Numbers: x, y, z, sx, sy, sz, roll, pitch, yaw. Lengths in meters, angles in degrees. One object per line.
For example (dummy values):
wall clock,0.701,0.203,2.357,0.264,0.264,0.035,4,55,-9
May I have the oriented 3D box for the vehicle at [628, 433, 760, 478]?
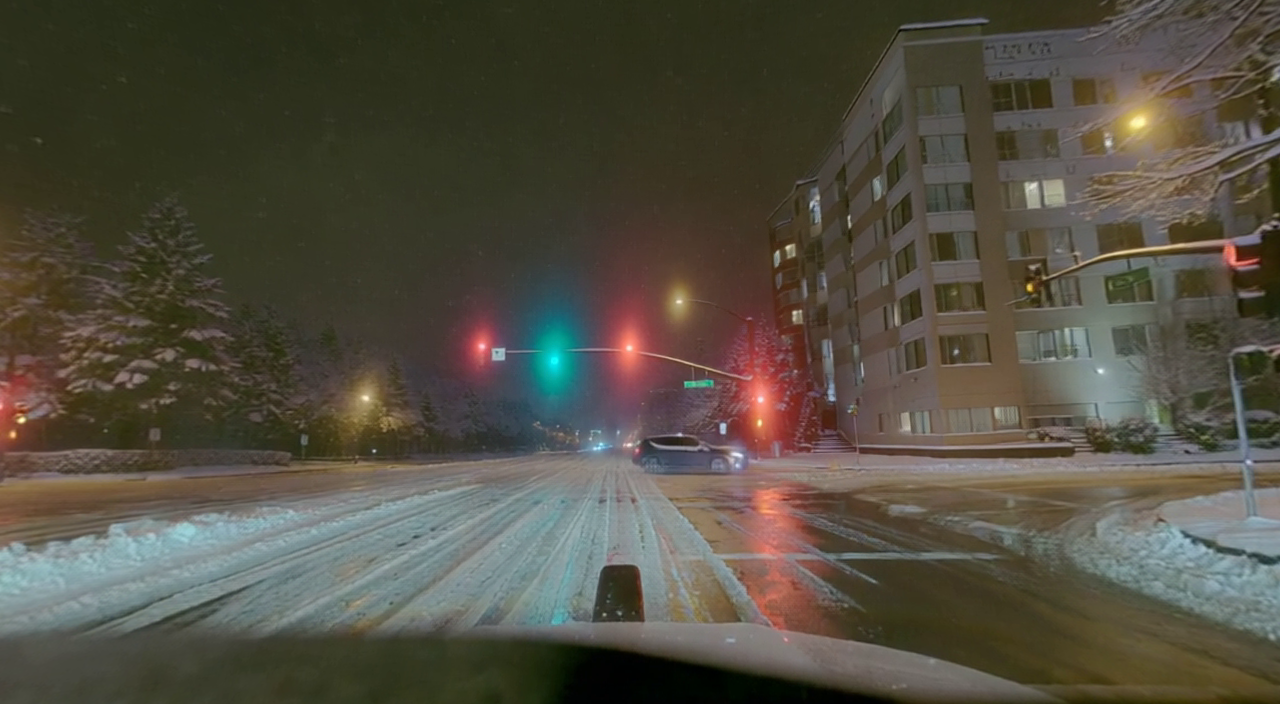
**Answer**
vehicle,2.373,4.527,27.889,5.357,1.814,2.141,-4,-9,22
